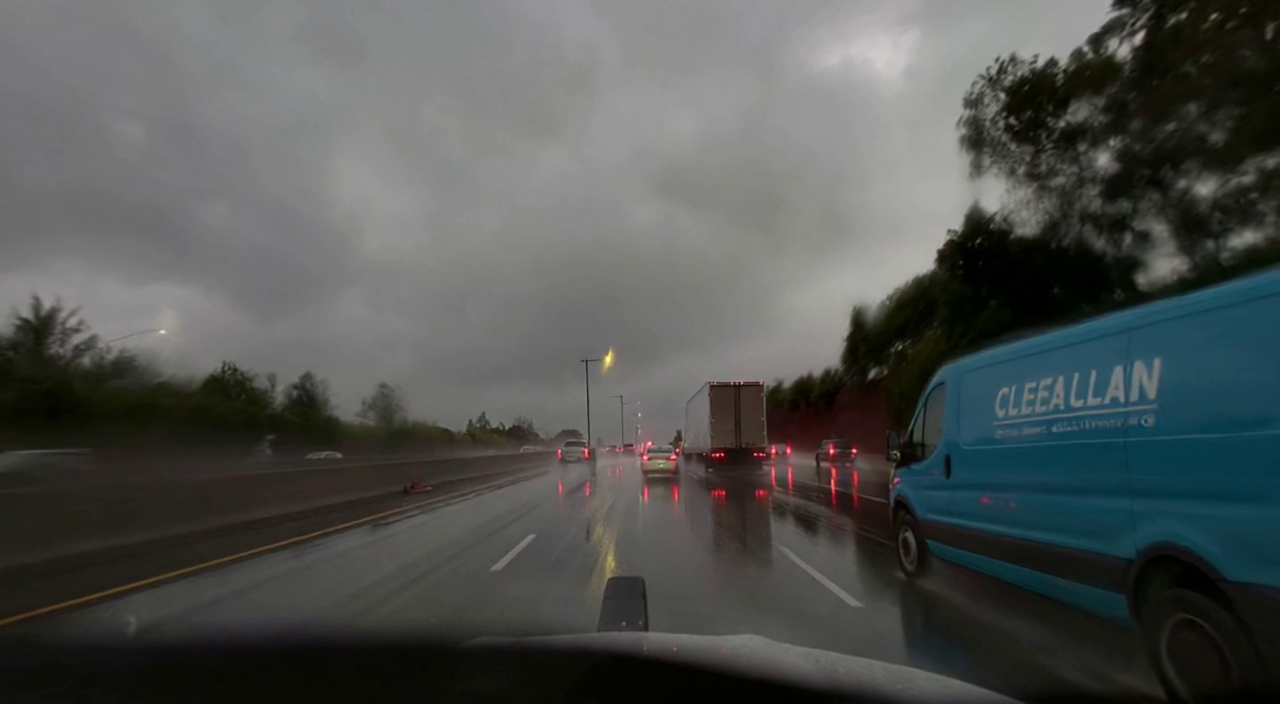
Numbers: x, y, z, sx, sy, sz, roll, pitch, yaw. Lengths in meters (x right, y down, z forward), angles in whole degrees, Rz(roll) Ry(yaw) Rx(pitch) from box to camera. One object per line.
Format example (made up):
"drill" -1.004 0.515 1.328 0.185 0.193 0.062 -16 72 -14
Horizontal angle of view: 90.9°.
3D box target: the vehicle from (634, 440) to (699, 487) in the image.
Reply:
"vehicle" 0.833 3.861 22.147 2.063 1.469 4.208 0 -9 0

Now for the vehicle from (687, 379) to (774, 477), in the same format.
"vehicle" 4.229 4.091 32.677 2.821 4.077 12.562 0 -9 1

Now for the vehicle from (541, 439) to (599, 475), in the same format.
"vehicle" -3.257 5.016 30.289 2.182 1.601 4.364 -1 -9 2

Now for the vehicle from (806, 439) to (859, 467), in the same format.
"vehicle" 11.088 5.861 36.636 1.870 1.525 3.680 0 -9 0

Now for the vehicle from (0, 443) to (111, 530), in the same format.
"vehicle" -15.894 3.089 14.448 2.452 1.967 5.756 0 -9 1

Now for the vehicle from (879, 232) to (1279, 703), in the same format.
"vehicle" 3.516 0.708 3.049 2.441 2.017 5.739 0 -9 0
